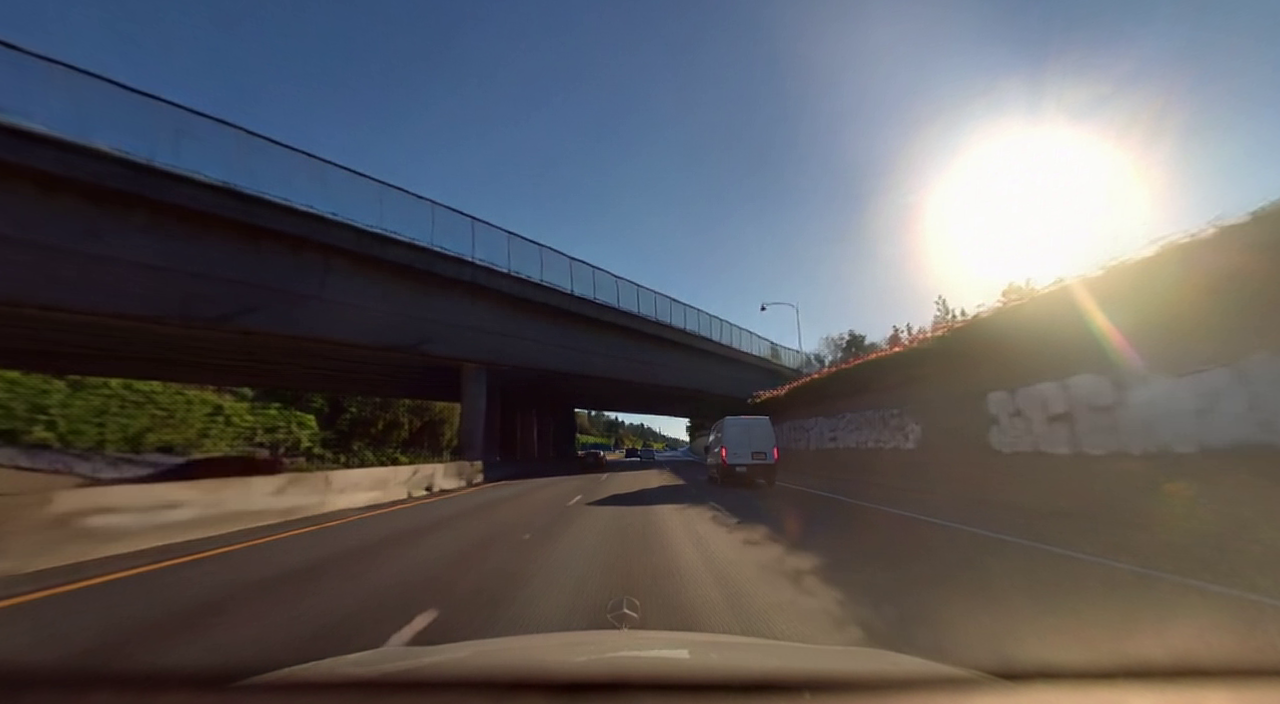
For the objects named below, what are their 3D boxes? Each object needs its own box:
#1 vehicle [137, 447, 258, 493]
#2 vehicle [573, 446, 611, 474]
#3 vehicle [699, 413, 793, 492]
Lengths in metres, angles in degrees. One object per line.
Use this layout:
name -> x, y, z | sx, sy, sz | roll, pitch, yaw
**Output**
vehicle -> -18.926, 5.022, 27.258 | 1.973, 1.798, 4.338 | 0, -9, 1
vehicle -> -2.927, 6.693, 39.260 | 1.964, 1.618, 4.489 | 0, -9, 1
vehicle -> 3.785, 3.759, 23.751 | 2.469, 2.591, 5.653 | 0, -9, -1
